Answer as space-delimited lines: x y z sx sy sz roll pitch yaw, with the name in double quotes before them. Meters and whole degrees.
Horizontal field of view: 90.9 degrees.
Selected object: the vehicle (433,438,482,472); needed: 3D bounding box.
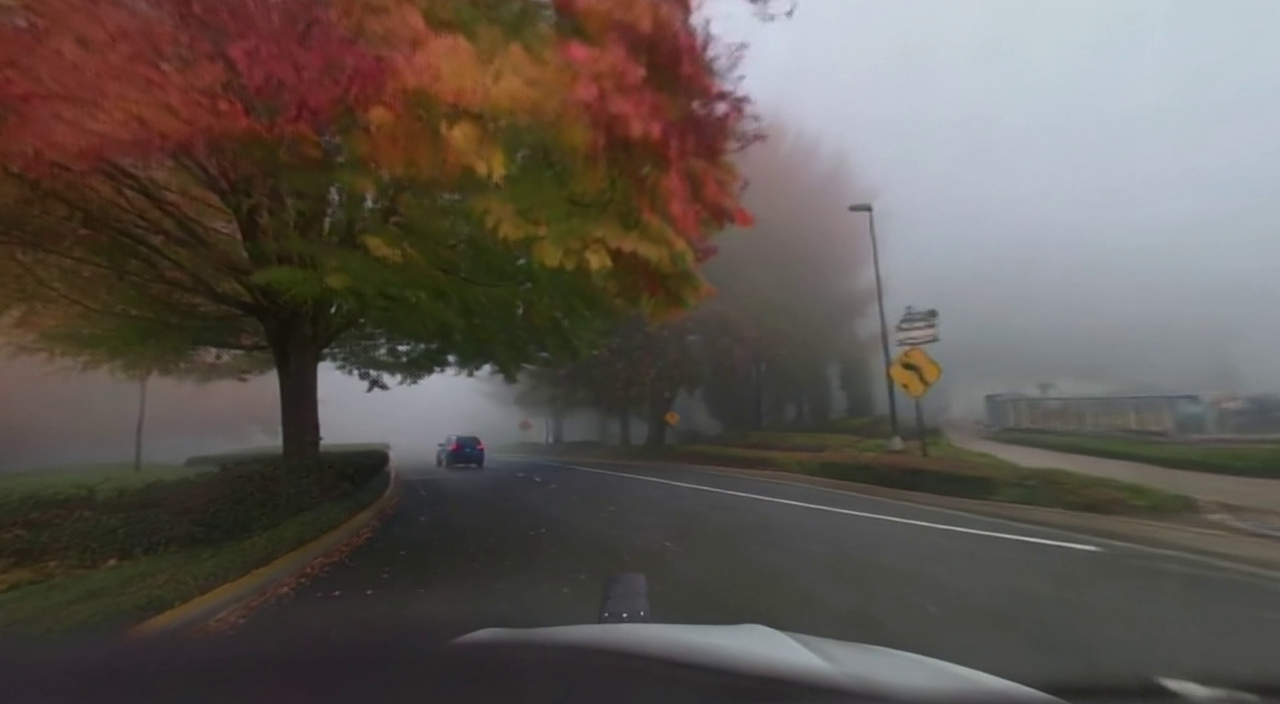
"vehicle" -10.577 5.860 36.221 2.146 1.814 5.110 3 -9 -21
